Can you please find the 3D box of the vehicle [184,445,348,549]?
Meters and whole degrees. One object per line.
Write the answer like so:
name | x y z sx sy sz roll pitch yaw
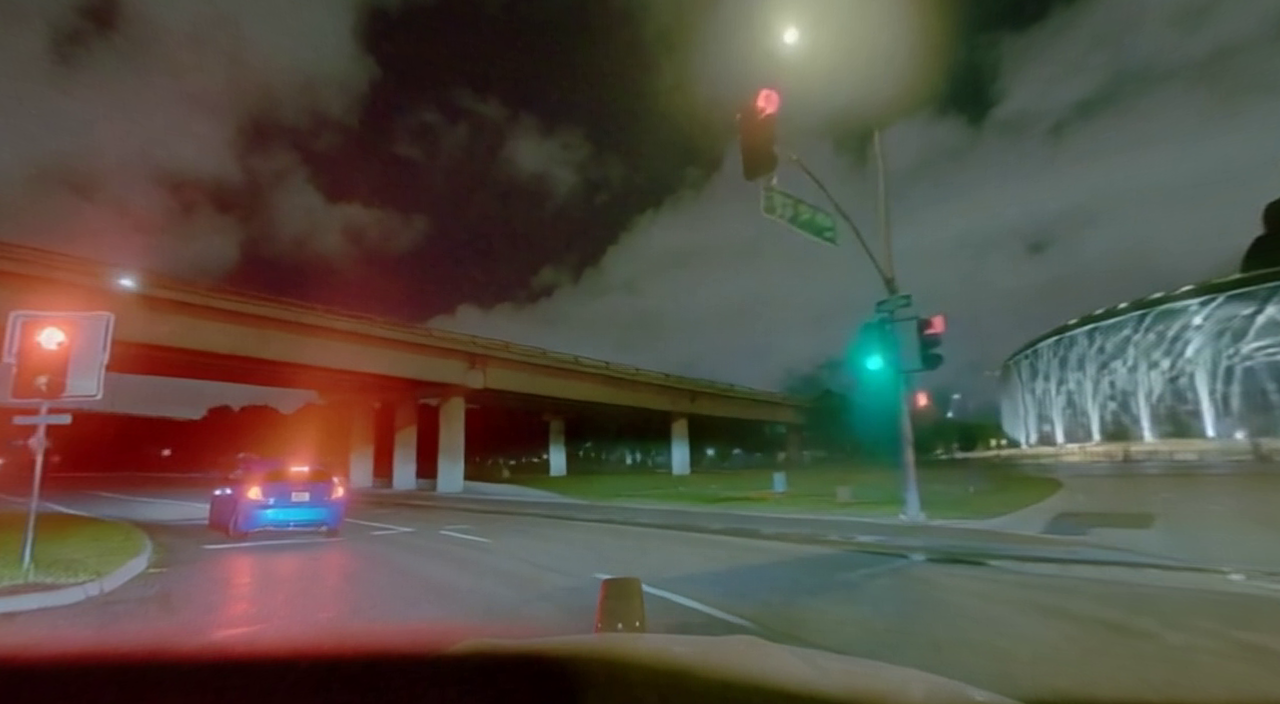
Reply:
vehicle | -7.148 2.585 11.882 1.976 1.584 3.772 8 -12 -38
